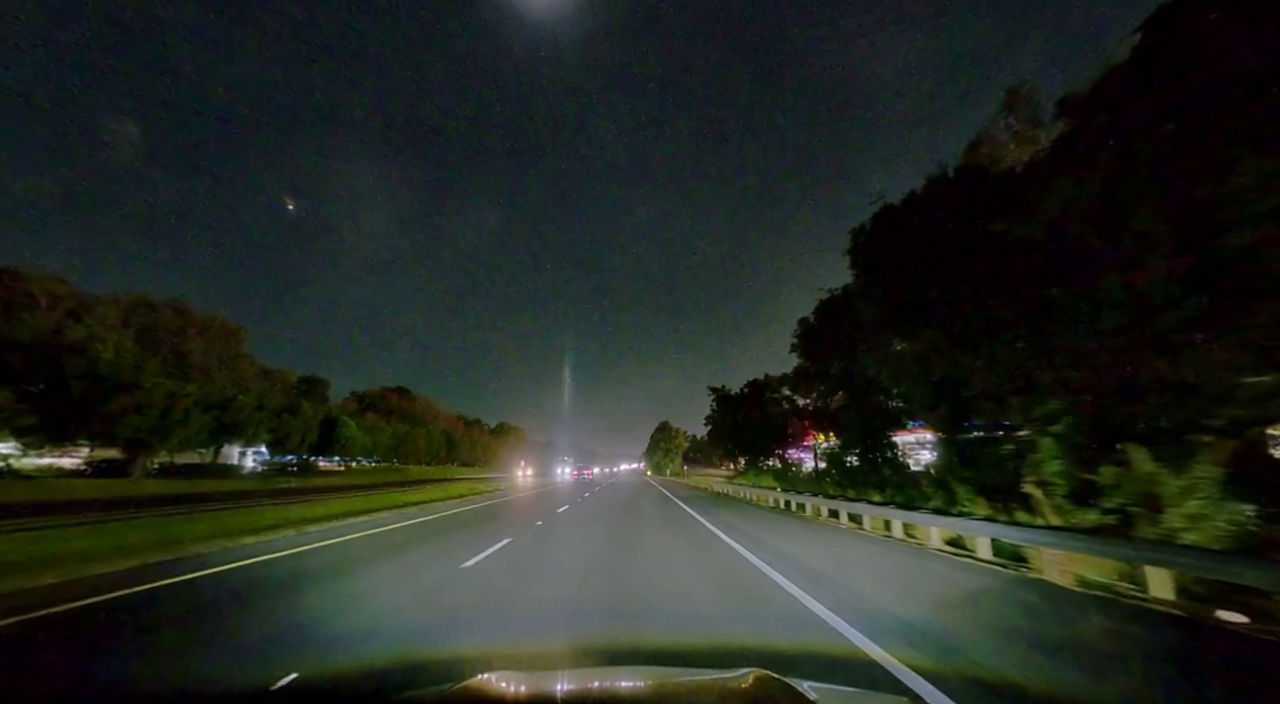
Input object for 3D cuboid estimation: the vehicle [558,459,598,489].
[{"bbox_3d":[-4.105,8.201,42.491,2.166,1.871,4.536,1,-11,1],"label":"vehicle"}]
